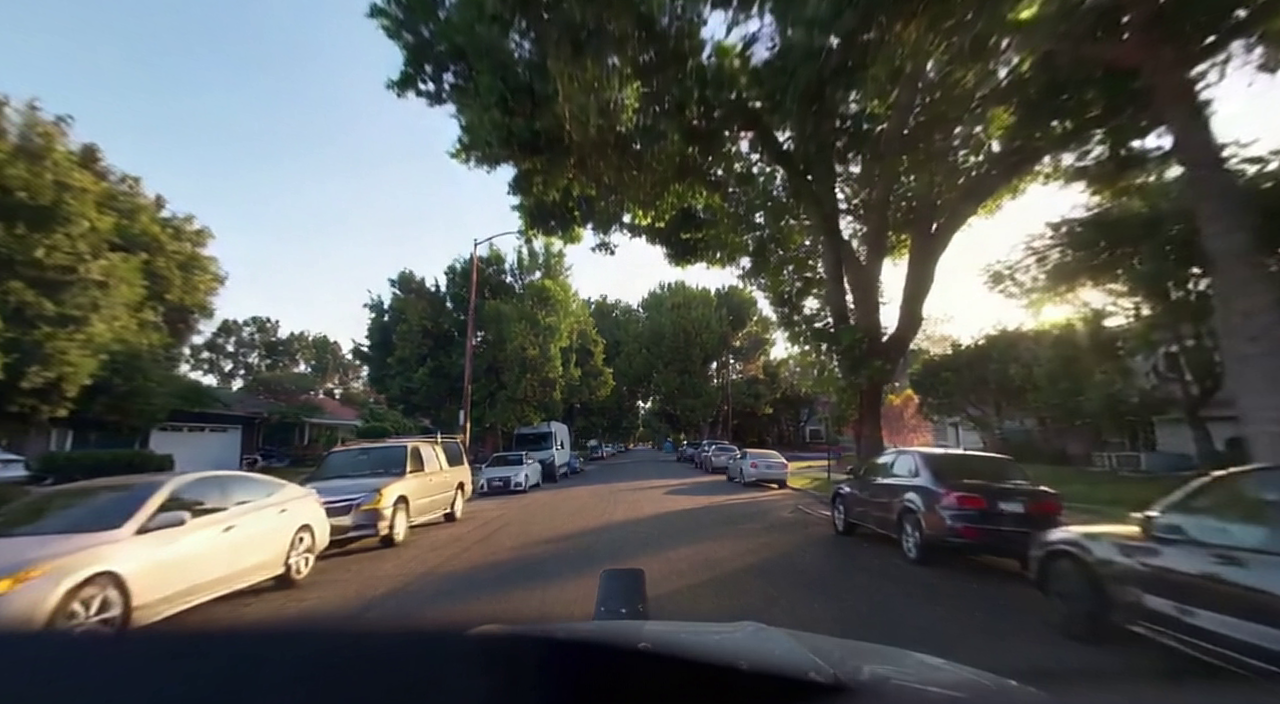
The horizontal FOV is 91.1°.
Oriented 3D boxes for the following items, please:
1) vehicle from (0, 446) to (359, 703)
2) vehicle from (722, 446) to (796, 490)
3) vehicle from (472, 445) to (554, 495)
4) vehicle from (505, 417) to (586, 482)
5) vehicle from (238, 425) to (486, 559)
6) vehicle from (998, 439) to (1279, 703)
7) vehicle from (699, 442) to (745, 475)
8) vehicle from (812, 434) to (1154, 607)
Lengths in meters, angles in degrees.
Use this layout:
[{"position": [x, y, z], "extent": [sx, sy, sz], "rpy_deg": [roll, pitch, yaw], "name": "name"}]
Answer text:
[{"position": [-4.651, 1.695, 5.803], "extent": [2.008, 1.524, 4.602], "rpy_deg": [-1, -8, 0], "name": "vehicle"}, {"position": [4.263, 4.206, 23.180], "extent": [1.846, 1.351, 4.272], "rpy_deg": [2, -8, -1], "name": "vehicle"}, {"position": [-4.680, 4.381, 23.860], "extent": [2.023, 1.568, 4.942], "rpy_deg": [-3, -9, 1], "name": "vehicle"}, {"position": [-4.320, 4.609, 29.853], "extent": [2.470, 2.613, 5.989], "rpy_deg": [-4, -9, 4], "name": "vehicle"}, {"position": [-4.600, 2.372, 11.591], "extent": [2.154, 1.796, 5.294], "rpy_deg": [-2, -8, 0], "name": "vehicle"}, {"position": [4.170, 1.230, 3.427], "extent": [1.852, 1.487, 4.327], "rpy_deg": [0, -8, 0], "name": "vehicle"}, {"position": [4.211, 5.537, 32.961], "extent": [1.839, 1.520, 4.498], "rpy_deg": [3, -8, 1], "name": "vehicle"}, {"position": [4.121, 2.033, 8.669], "extent": [2.068, 1.532, 4.663], "rpy_deg": [5, -8, 0], "name": "vehicle"}]
